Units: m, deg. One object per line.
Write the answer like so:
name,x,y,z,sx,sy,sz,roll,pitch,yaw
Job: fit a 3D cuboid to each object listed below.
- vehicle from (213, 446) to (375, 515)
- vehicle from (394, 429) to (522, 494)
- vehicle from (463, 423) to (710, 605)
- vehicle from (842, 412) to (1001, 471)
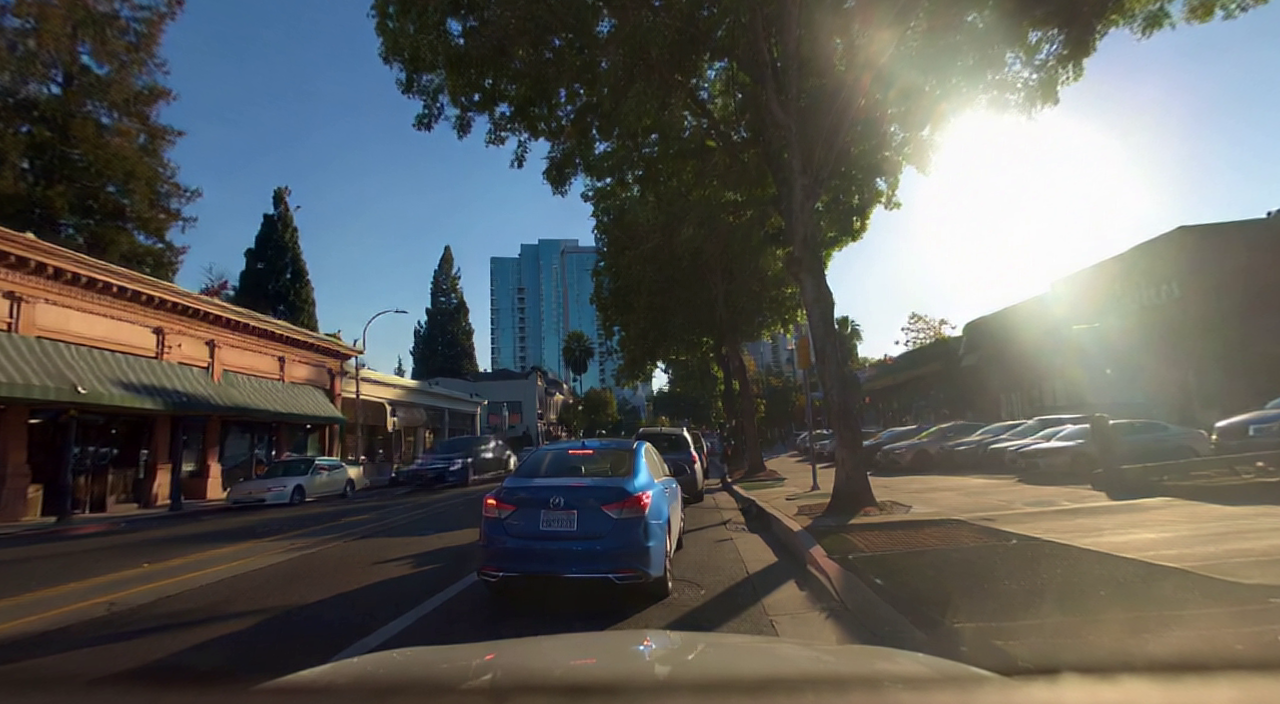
vehicle,-11.004,4.064,20.589,2.081,1.718,5.342,-6,-9,3
vehicle,-5.557,3.421,20.065,2.071,1.811,4.711,-2,-8,9
vehicle,-0.268,1.636,7.294,1.939,1.478,3.922,-2,-8,9
vehicle,9.018,2.830,20.222,4.558,1.528,1.915,0,-8,-23
